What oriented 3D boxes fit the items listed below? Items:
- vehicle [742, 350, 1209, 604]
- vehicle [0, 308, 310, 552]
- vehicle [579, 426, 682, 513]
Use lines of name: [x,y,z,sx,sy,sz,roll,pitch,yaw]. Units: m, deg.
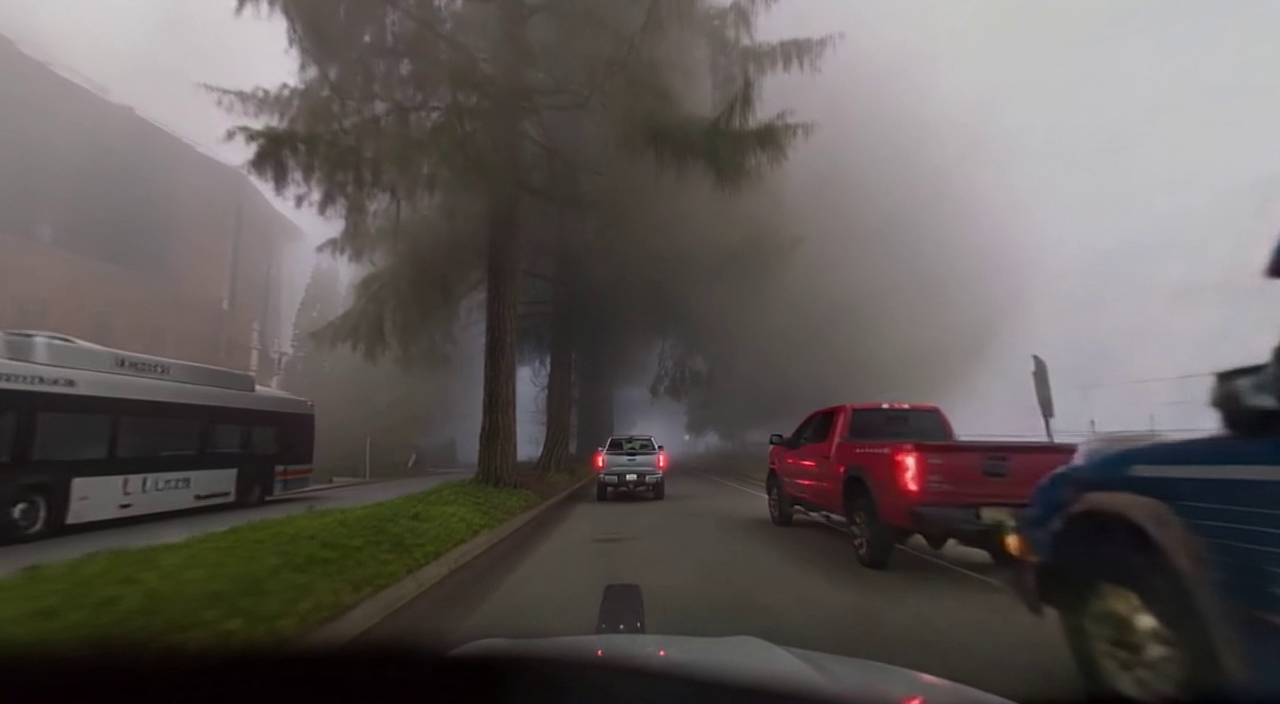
vehicle: [3.672,1.691,9.616,2.802,2.303,7.582,0,-9,-1]
vehicle: [-12.229,1.844,14.150,2.996,4.022,12.692,0,-9,-1]
vehicle: [-0.188,2.914,16.249,2.157,1.816,5.804,0,-9,0]
